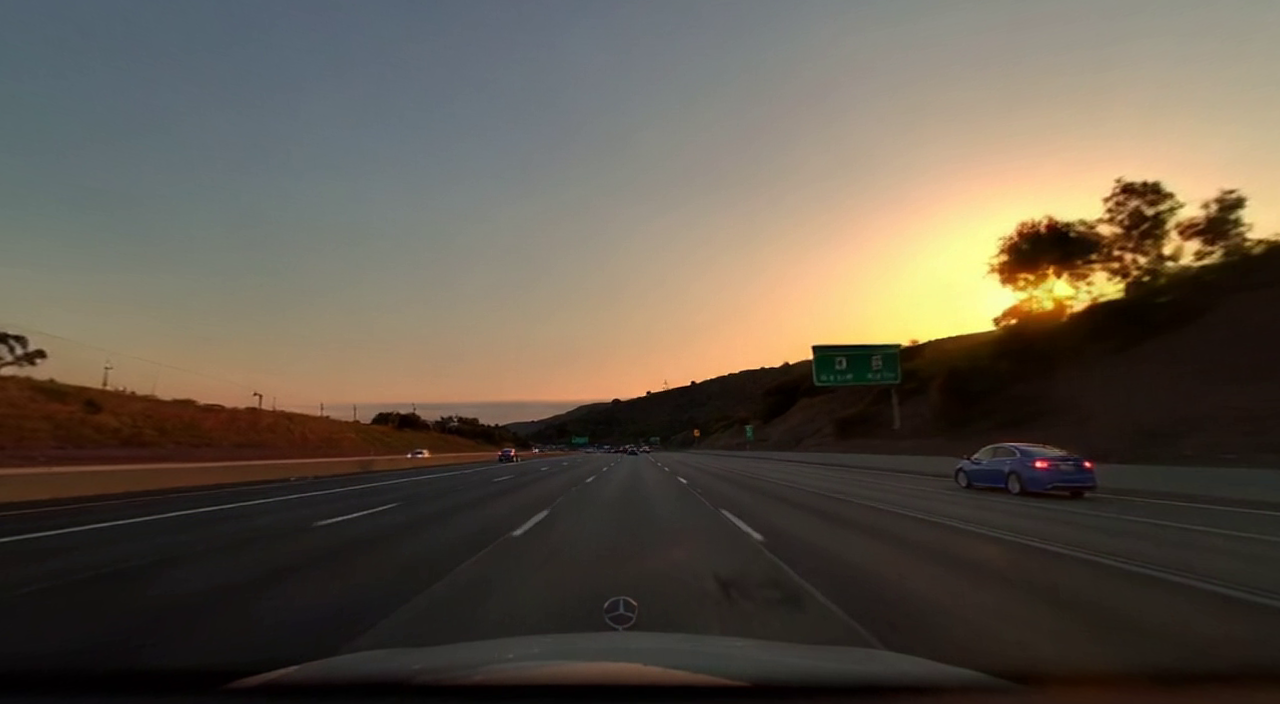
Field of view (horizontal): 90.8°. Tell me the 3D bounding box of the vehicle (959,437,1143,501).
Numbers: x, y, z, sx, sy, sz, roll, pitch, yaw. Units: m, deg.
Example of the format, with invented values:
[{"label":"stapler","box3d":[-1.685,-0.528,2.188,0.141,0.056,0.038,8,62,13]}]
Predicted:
[{"label":"vehicle","box3d":[10.996,3.141,17.419,1.985,1.493,4.486,0,-9,-1]}]
